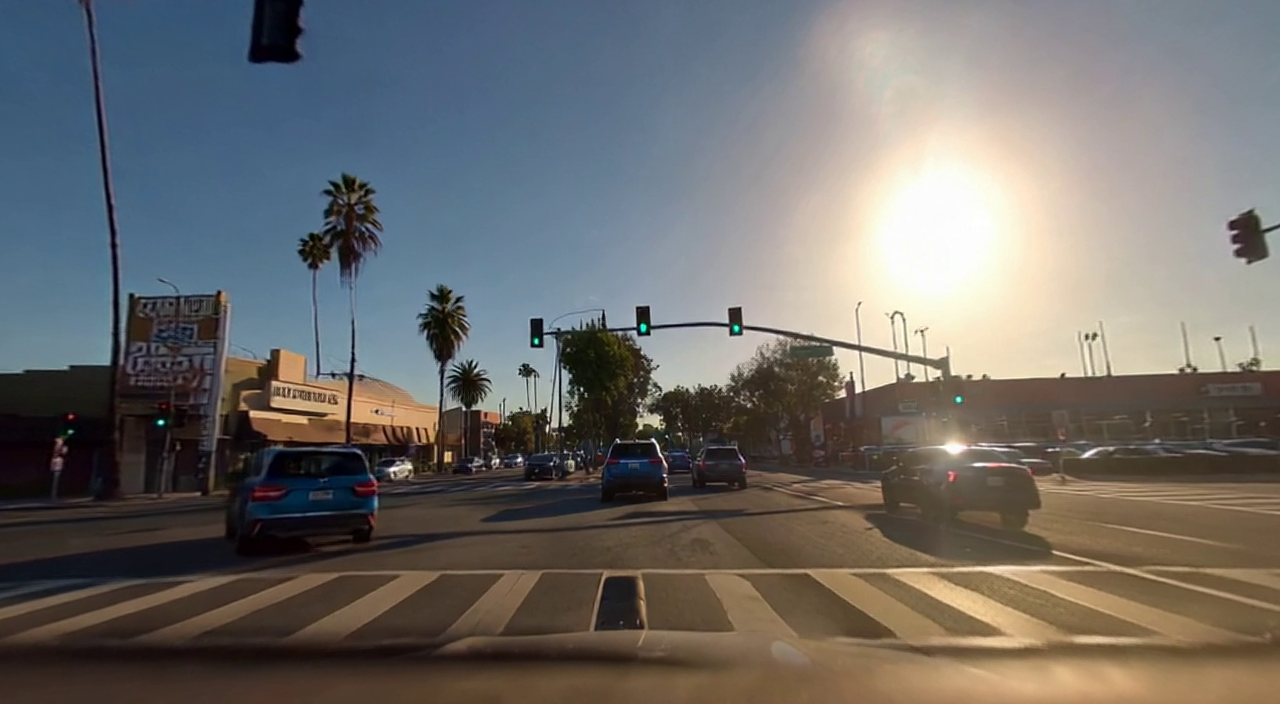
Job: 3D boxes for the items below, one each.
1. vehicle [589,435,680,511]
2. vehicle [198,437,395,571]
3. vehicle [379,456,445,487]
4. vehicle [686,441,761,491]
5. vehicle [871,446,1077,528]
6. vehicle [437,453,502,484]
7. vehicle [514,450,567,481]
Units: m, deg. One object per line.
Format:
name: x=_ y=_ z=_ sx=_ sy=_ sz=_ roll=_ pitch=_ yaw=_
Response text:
vehicle: x=-0.207 y=3.191 z=17.220 sx=2.151 sy=1.787 sz=4.109 roll=0 pitch=-8 yaw=-2
vehicle: x=-5.455 y=2.262 z=10.391 sx=2.201 sy=1.644 sz=4.465 roll=4 pitch=-9 yaw=-26
vehicle: x=-11.880 y=6.205 z=33.146 sx=1.850 sy=1.414 sz=4.184 roll=0 pitch=-8 yaw=1
vehicle: x=3.043 y=4.240 z=23.866 sx=2.112 sy=1.710 sz=4.234 roll=0 pitch=-8 yaw=-2
vehicle: x=6.776 y=2.734 z=13.489 sx=1.944 sy=1.447 sz=4.309 roll=0 pitch=-8 yaw=-1
vehicle: x=-8.572 y=5.877 z=32.141 sx=2.061 sy=1.415 sz=4.289 roll=0 pitch=-8 yaw=1
vehicle: x=-5.179 y=5.971 z=33.506 sx=2.030 sy=1.441 sz=4.324 roll=0 pitch=-8 yaw=1
